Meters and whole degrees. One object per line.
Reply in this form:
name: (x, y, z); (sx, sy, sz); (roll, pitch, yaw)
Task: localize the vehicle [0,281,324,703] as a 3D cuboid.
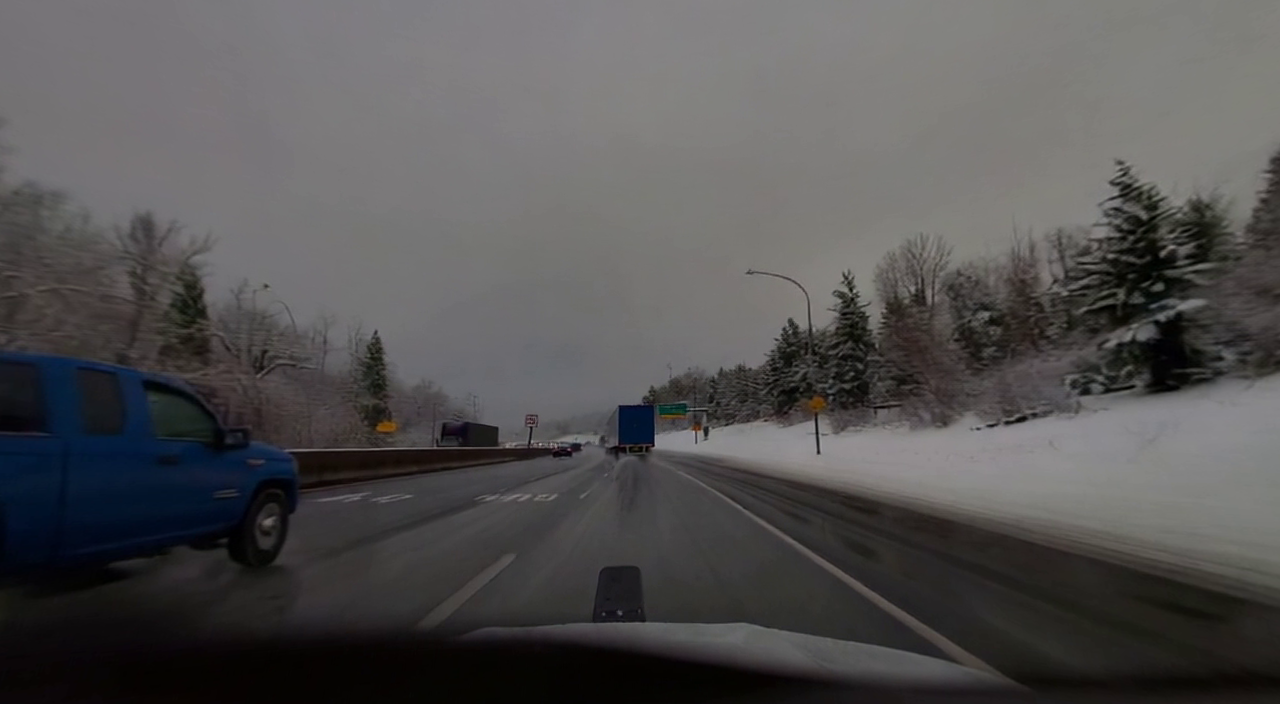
vehicle: (-3.646, 0.636, 2.927); (2.044, 1.740, 4.361); (0, -9, 0)
